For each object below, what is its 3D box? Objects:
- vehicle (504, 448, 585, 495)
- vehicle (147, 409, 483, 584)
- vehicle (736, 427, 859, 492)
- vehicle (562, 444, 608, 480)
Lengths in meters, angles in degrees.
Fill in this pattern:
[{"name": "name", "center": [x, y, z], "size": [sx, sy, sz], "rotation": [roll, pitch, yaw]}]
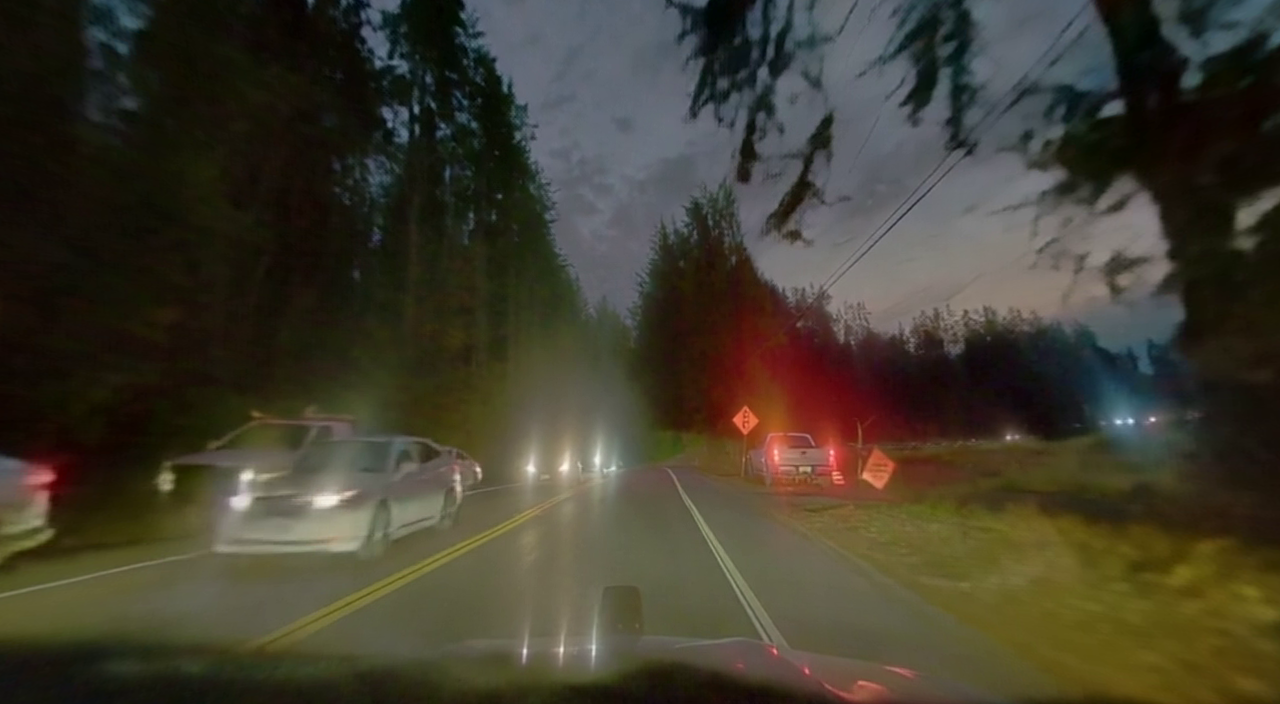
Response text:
[{"name": "vehicle", "center": [-3.183, 4.095, 22.045], "size": [1.981, 1.410, 4.162], "rotation": [0, -8, 3]}, {"name": "vehicle", "center": [-3.988, 1.841, 9.005], "size": [2.177, 1.803, 4.690], "rotation": [0, -8, 1]}, {"name": "vehicle", "center": [5.544, 3.912, 23.530], "size": [2.845, 2.053, 6.457], "rotation": [0, -8, -1]}, {"name": "vehicle", "center": [-3.187, 6.493, 37.851], "size": [2.221, 1.969, 5.153], "rotation": [0, -8, 1]}]
